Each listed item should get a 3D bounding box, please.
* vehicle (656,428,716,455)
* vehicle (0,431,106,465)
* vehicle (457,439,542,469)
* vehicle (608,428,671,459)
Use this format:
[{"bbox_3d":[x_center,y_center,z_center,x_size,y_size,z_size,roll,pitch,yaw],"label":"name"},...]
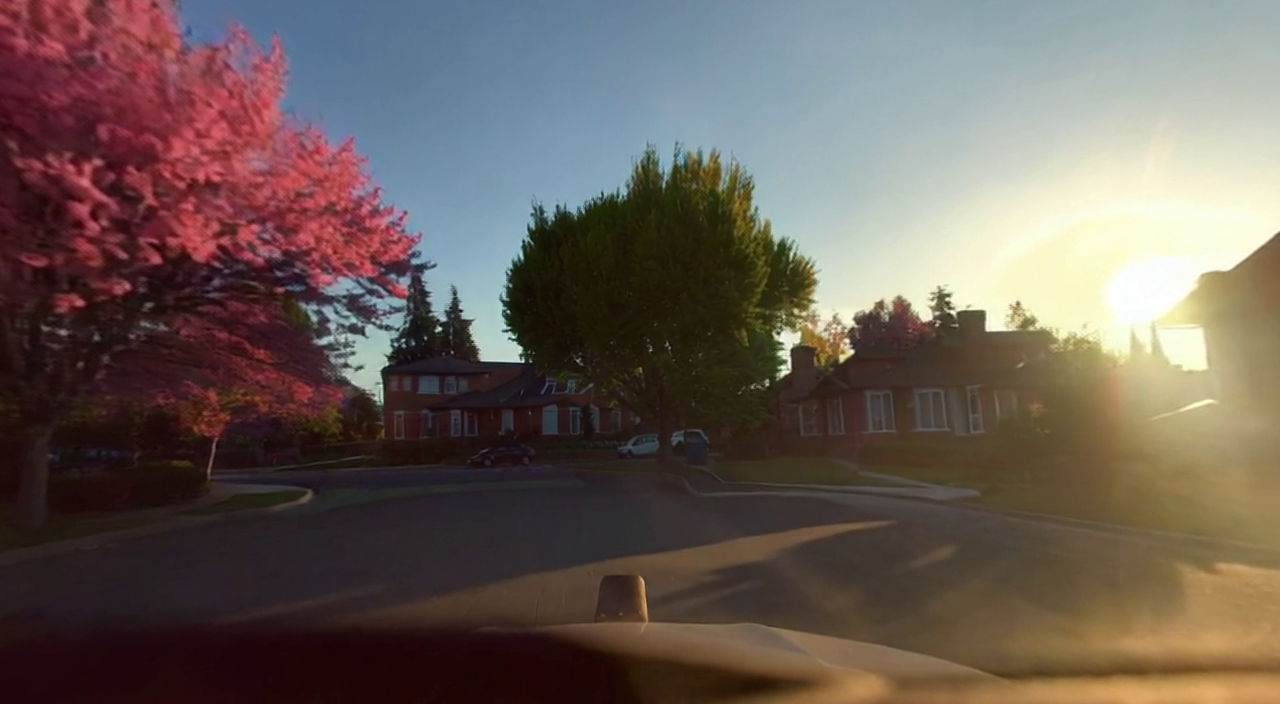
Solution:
[{"bbox_3d":[3.305,6.305,44.481,2.152,1.773,4.495,-6,-11,35],"label":"vehicle"},{"bbox_3d":[-31.186,5.032,33.084,4.435,1.707,2.046,0,-9,0],"label":"vehicle"},{"bbox_3d":[-8.898,6.501,40.350,4.815,1.827,2.147,-1,-9,3],"label":"vehicle"},{"bbox_3d":[-0.002,6.378,44.474,2.310,1.701,4.280,-5,-3,35],"label":"vehicle"}]
